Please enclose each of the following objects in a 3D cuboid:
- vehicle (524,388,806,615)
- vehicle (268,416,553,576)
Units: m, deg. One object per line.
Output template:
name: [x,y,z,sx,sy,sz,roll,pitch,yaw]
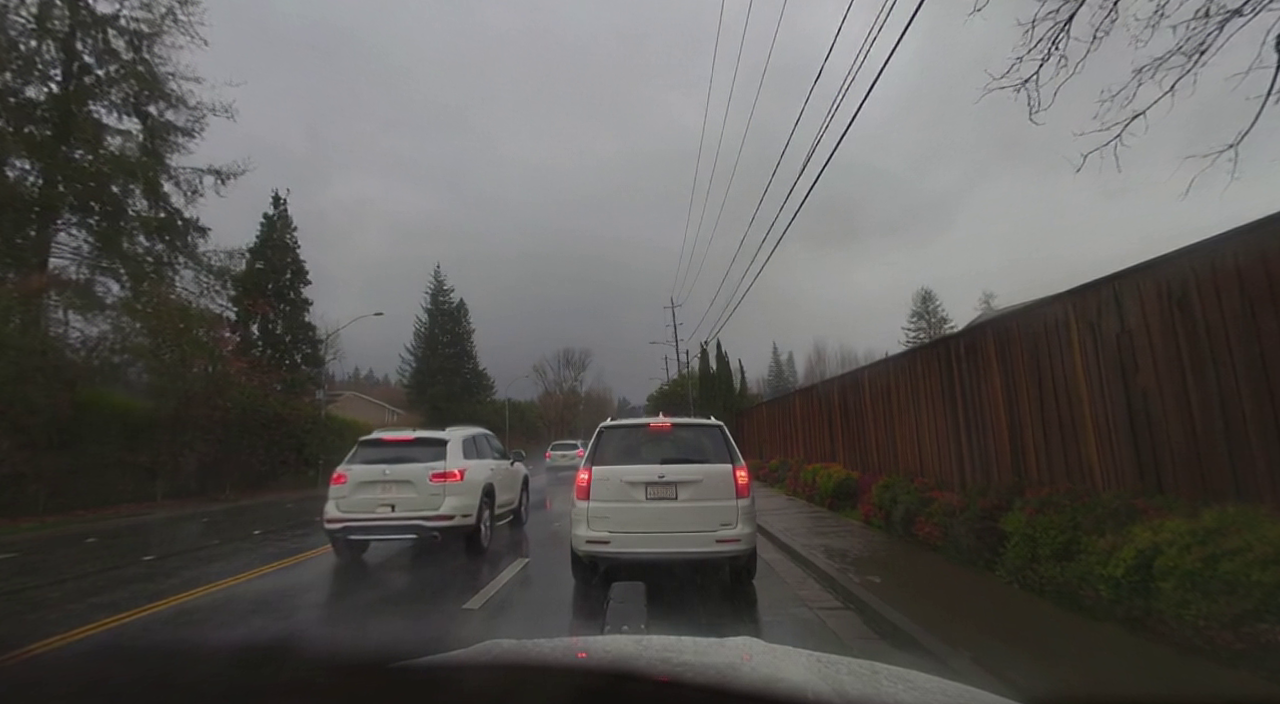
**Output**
vehicle: [0.197,1.462,7.020,2.174,1.749,4.113,0,-9,0]
vehicle: [-2.734,1.855,8.996,2.176,1.653,4.666,0,-9,2]
